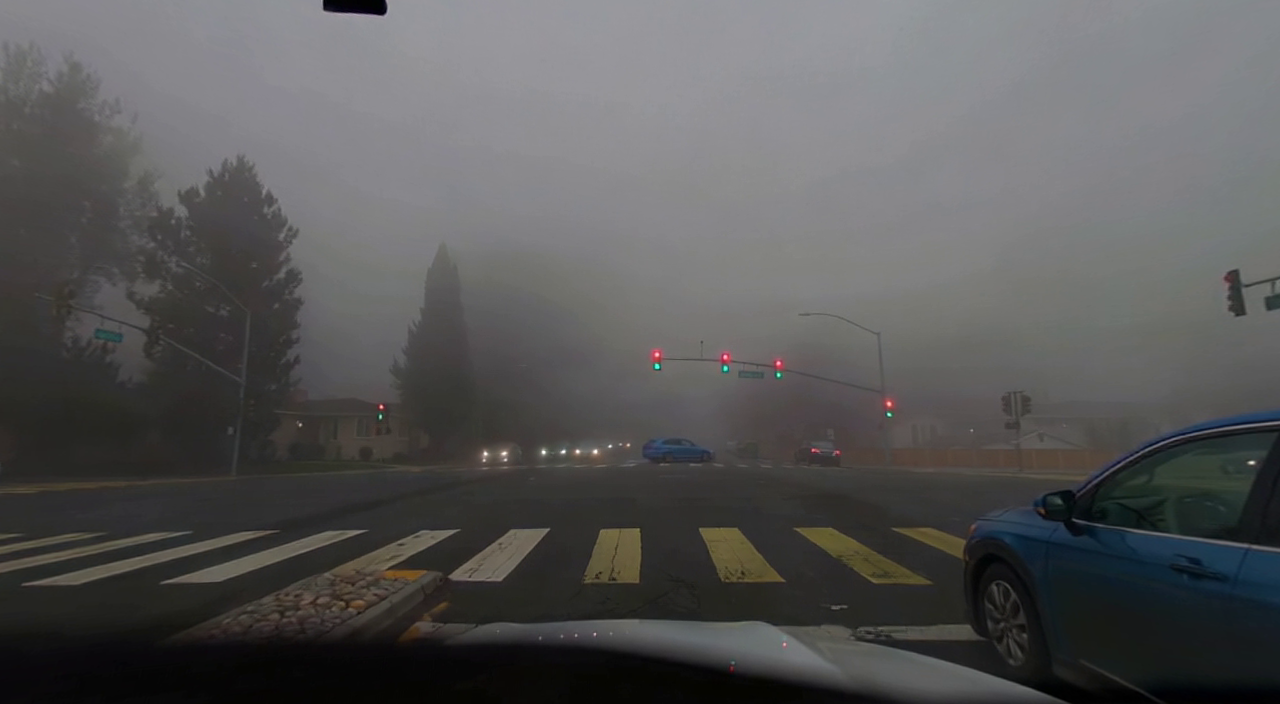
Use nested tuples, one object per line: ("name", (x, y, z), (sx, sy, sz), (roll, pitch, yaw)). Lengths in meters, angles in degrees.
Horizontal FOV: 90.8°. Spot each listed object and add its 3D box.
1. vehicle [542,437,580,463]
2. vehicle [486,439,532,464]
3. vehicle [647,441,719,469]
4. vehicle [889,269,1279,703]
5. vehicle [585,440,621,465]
("vehicle", (-5.527, 6.958, 44.828), (2.091, 1.707, 4.157), (0, -9, 0))
("vehicle", (-8.940, 6.862, 43.632), (2.028, 1.654, 5.027), (0, -9, 1))
("vehicle", (2.605, 6.017, 37.270), (2.104, 1.518, 4.999), (-5, -10, 32))
("vehicle", (2.708, 0.707, 1.718), (2.085, 1.800, 4.908), (0, -9, 1))
("vehicle", (-2.370, 6.607, 41.631), (2.046, 1.491, 4.118), (0, -9, 1))
